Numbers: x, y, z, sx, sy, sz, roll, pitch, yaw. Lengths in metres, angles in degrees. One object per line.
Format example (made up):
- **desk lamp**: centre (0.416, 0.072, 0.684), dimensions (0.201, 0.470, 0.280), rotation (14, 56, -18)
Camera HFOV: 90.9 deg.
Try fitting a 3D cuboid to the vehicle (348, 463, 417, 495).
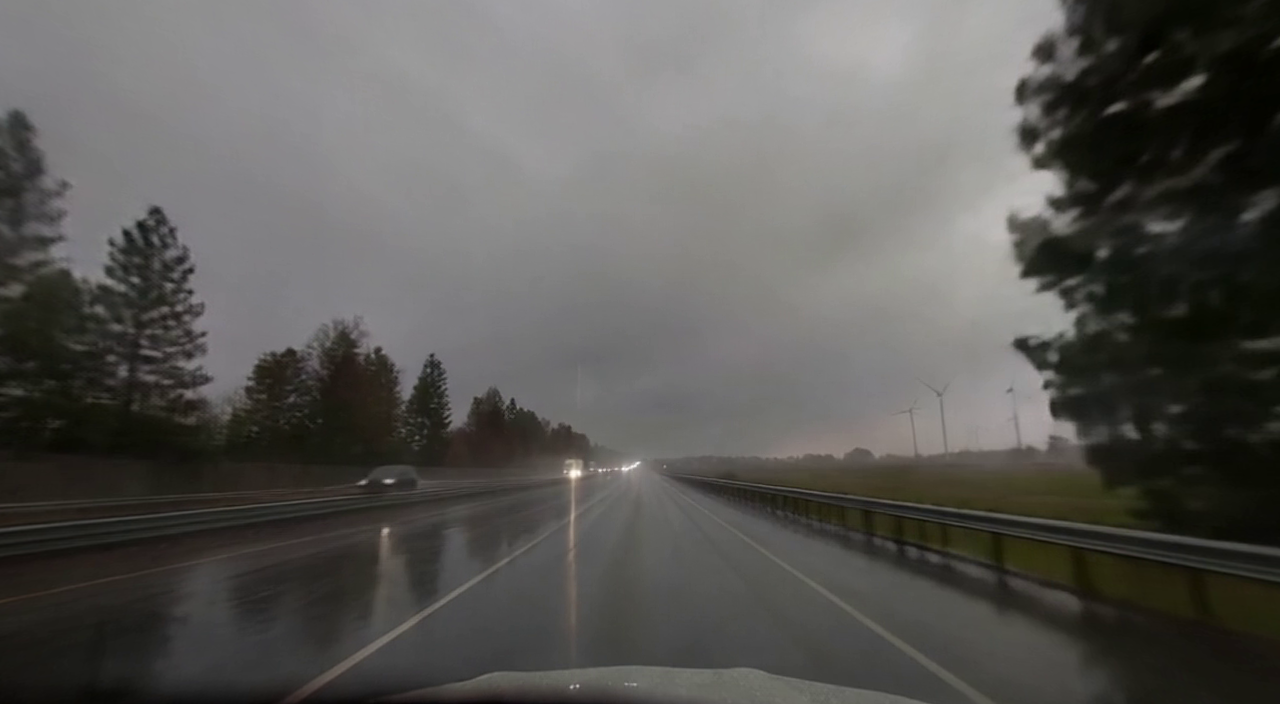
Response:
- **vehicle**: centre (-15.687, 7.737, 38.687), dimensions (1.990, 1.777, 5.101), rotation (0, -10, 1)
